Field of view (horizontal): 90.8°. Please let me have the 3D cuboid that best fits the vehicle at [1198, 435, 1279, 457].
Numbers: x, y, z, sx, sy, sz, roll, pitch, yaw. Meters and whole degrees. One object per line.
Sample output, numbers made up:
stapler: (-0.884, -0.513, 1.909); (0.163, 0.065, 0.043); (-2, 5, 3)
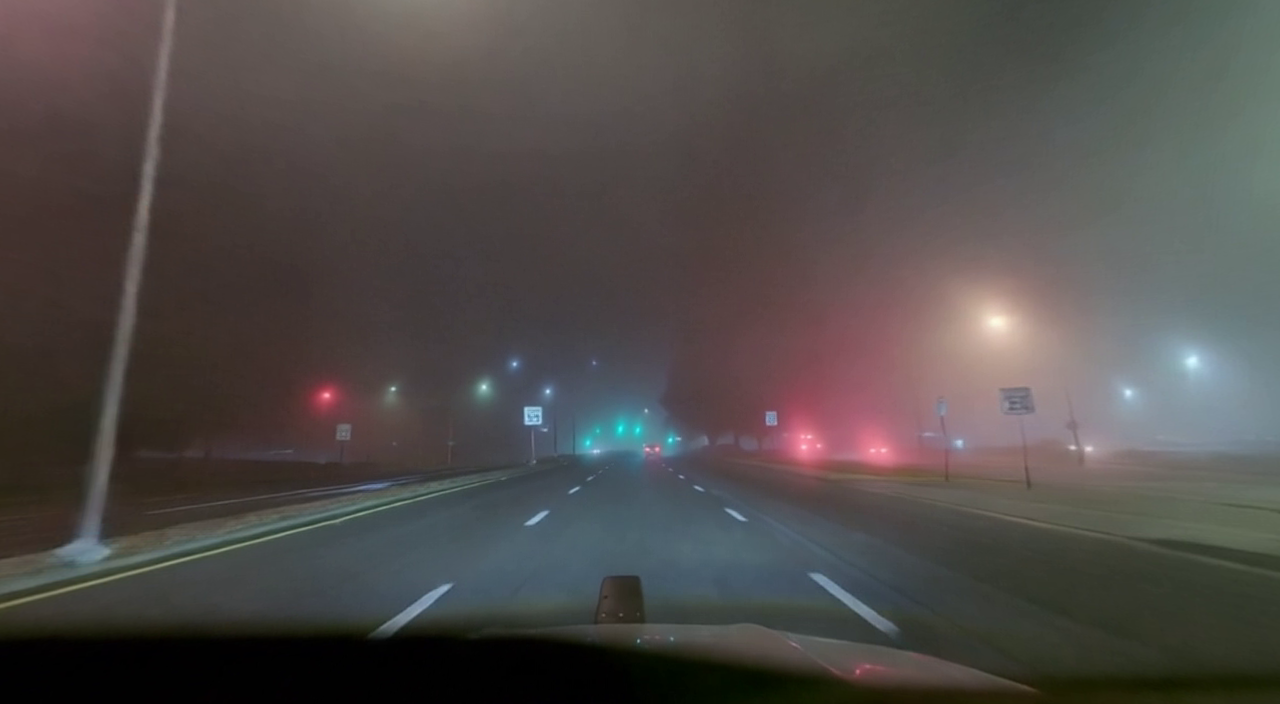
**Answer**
vehicle: (46.373, 7.251, 48.644); (2.007, 1.486, 4.744); (7, -13, -44)
